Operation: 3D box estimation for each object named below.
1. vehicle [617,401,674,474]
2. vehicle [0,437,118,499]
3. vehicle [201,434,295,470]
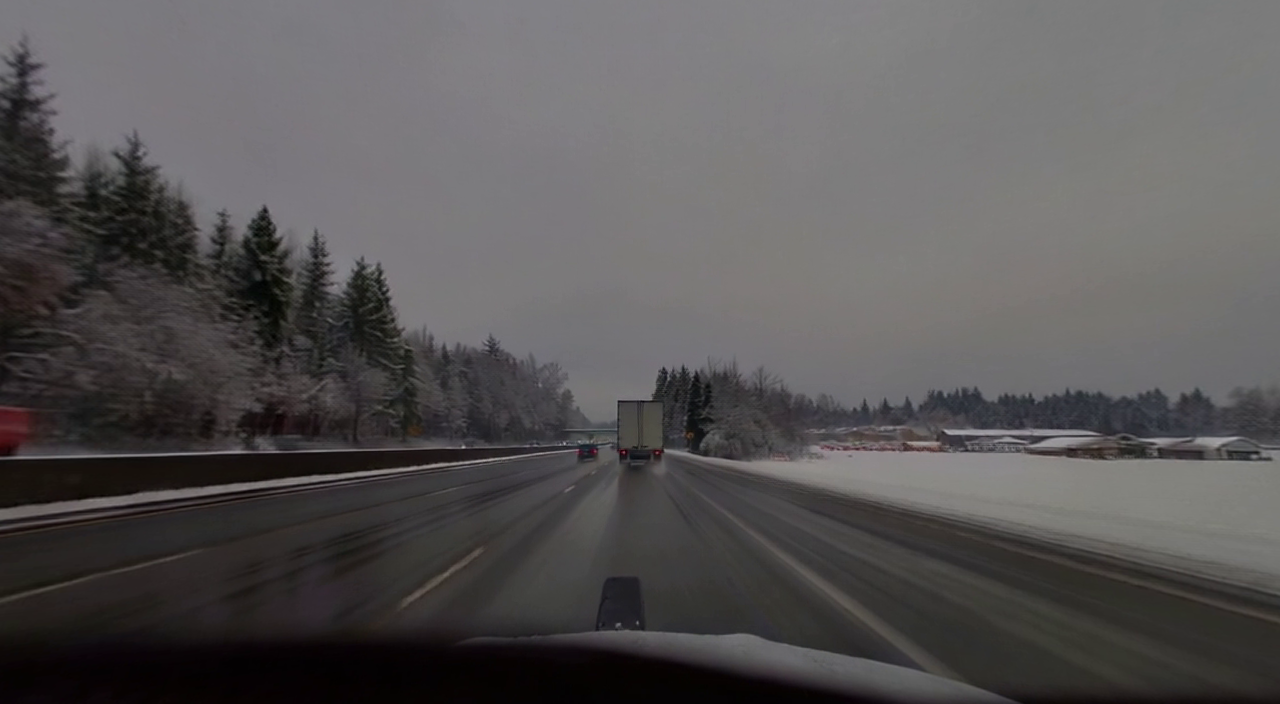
[{"bbox_3d":[0.138,5.429,39.134,2.976,3.800,12.335,0,-9,-1],"label":"vehicle"},{"bbox_3d":[-16.302,2.966,16.210,1.897,1.464,4.483,0,-9,1],"label":"vehicle"},{"bbox_3d":[-19.737,5.069,31.996,1.989,1.700,4.294,0,-9,0],"label":"vehicle"}]
